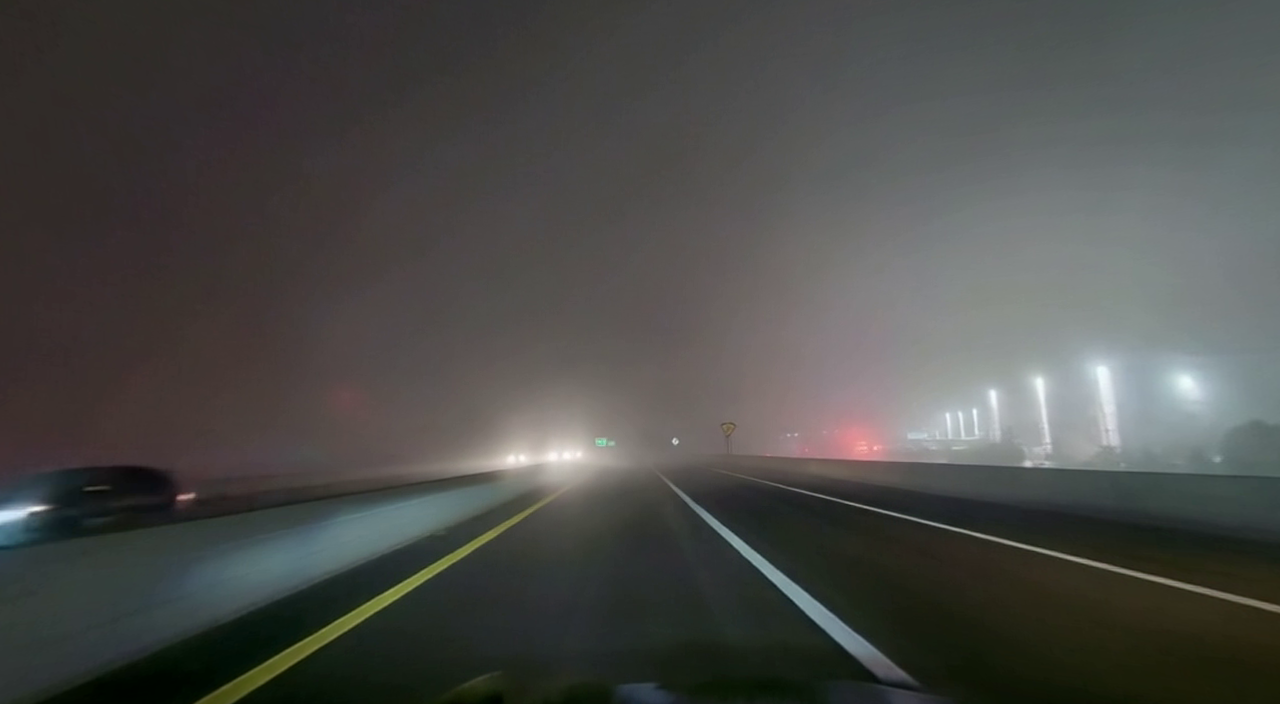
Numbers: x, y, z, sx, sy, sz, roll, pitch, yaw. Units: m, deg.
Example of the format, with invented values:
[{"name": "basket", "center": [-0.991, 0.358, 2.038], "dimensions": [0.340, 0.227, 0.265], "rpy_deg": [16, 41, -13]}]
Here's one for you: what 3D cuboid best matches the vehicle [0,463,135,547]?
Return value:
[{"name": "vehicle", "center": [-12.869, 2.997, 12.501], "dimensions": [1.959, 1.465, 4.601], "rpy_deg": [0, -9, -1]}]
